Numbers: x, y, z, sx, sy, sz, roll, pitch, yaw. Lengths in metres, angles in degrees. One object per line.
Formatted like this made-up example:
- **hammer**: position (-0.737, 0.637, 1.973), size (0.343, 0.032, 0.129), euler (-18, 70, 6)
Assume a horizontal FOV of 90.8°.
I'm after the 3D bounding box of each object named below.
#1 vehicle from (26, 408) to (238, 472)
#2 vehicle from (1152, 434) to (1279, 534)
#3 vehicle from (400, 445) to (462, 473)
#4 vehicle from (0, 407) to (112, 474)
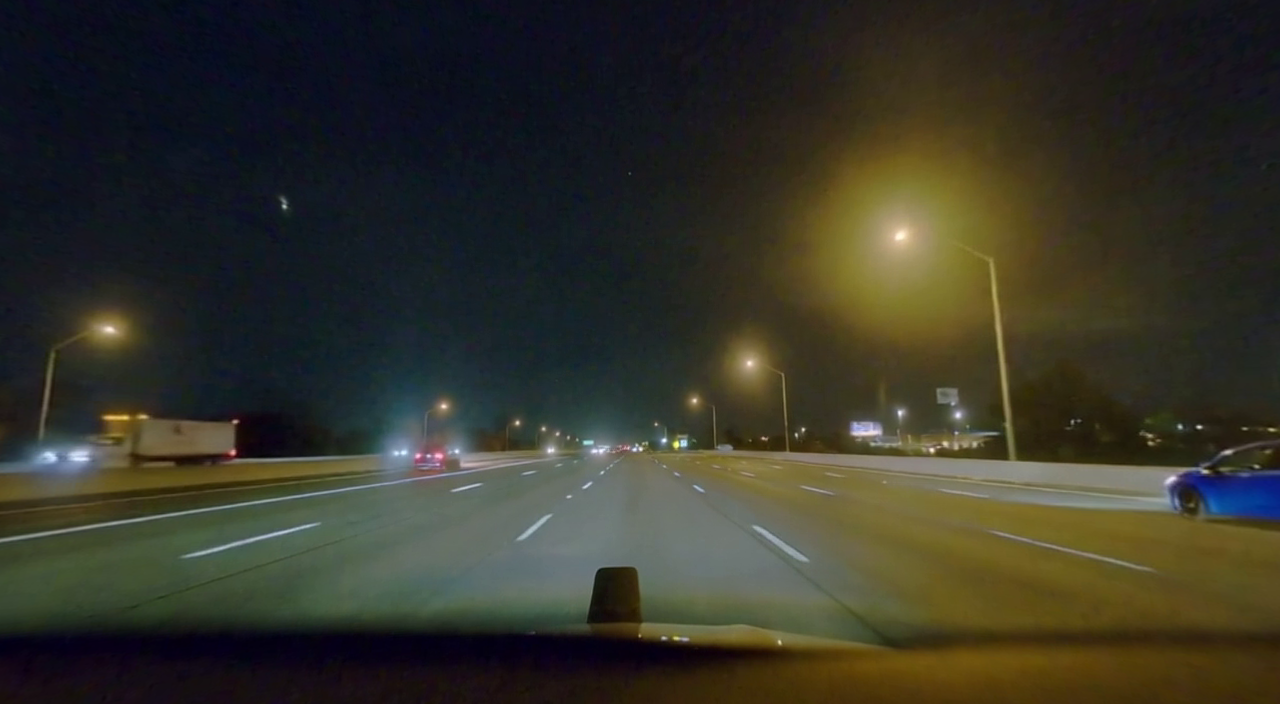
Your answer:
- **vehicle**: position (-38.243, 6.947, 49.359), size (2.915, 4.090, 16.659), euler (0, -9, 0)
- **vehicle**: position (10.594, 1.983, 9.483), size (1.985, 1.493, 4.486), euler (0, -9, -1)
- **vehicle**: position (-11.327, 5.818, 34.568), size (1.921, 1.452, 4.429), euler (0, -9, 0)
- **vehicle**: position (-38.126, 5.570, 39.488), size (2.992, 3.840, 8.262), euler (0, -9, 0)
